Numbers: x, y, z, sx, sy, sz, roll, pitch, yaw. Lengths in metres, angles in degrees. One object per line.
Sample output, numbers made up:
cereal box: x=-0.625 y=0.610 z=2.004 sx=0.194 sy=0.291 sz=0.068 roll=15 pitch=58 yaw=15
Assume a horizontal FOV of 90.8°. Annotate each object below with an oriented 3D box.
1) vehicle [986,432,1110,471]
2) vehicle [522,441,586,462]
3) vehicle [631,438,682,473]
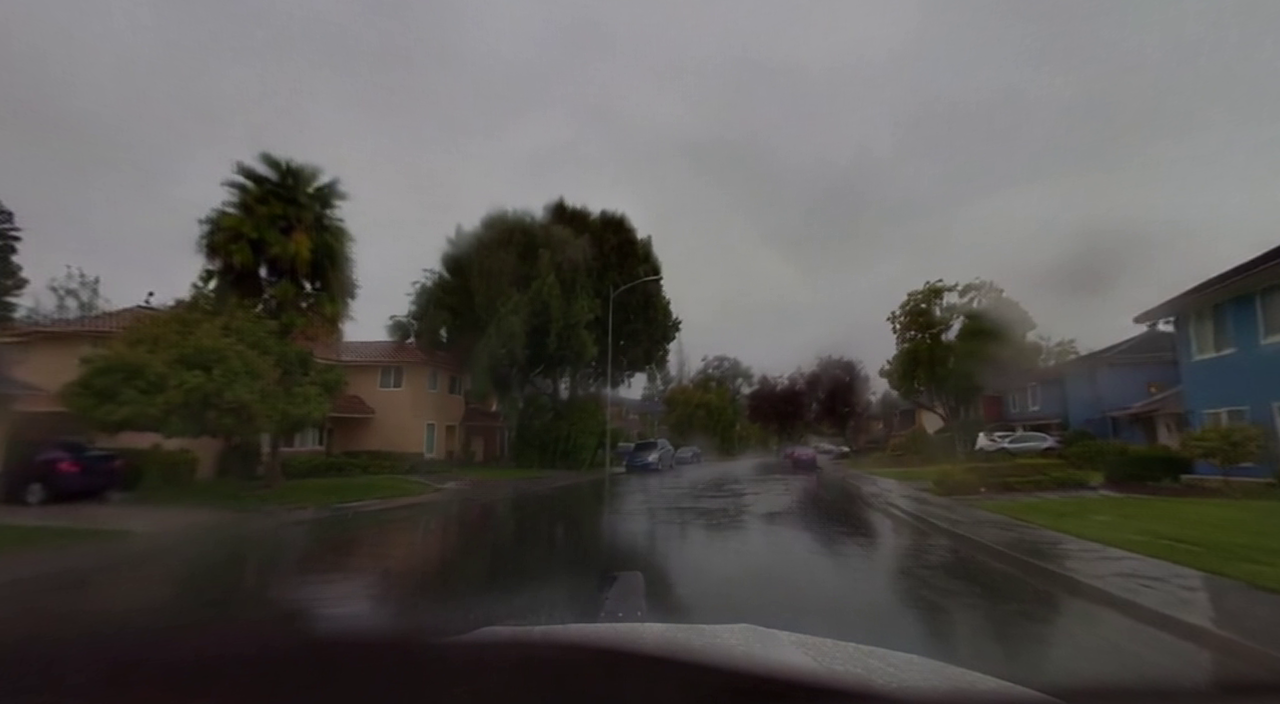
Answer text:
vehicle: x=18.688 y=4.546 z=29.091 sx=4.384 sy=1.688 sz=1.956 roll=1 pitch=-8 yaw=-4
vehicle: x=-6.094 y=7.013 z=44.546 sx=4.376 sy=1.458 sz=2.046 roll=1 pitch=-8 yaw=-10
vehicle: x=1.067 y=6.035 z=37.216 sx=2.215 sy=1.859 sz=4.765 roll=-2 pitch=-8 yaw=11
